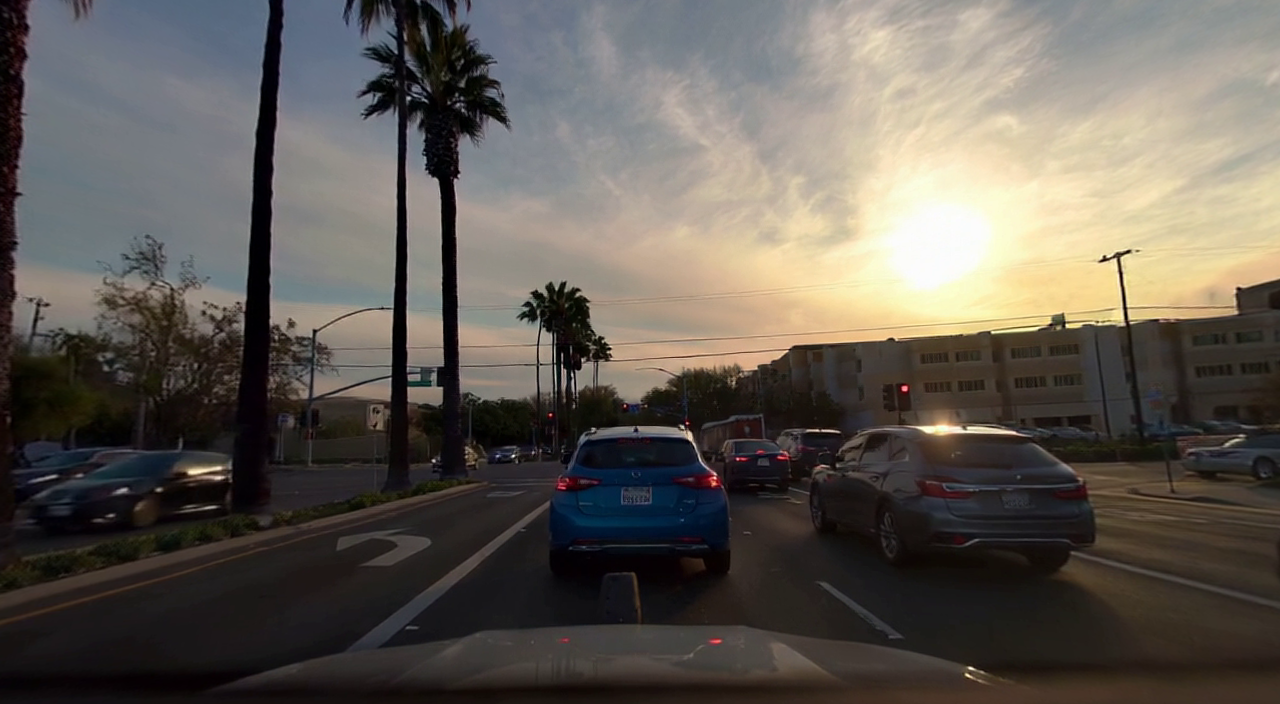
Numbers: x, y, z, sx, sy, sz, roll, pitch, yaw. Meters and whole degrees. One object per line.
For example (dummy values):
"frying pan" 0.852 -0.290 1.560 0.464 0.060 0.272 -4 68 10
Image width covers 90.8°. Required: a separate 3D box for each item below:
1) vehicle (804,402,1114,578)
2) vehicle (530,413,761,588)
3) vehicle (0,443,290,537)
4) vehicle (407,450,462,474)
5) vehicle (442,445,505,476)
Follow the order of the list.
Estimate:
"vehicle" 3.704 1.683 8.396 1.947 1.725 4.159 0 -9 1
"vehicle" 0.040 1.658 7.808 2.083 1.572 4.021 0 -9 0
"vehicle" -9.165 2.517 12.225 2.168 1.462 4.505 0 -9 1
"vehicle" -12.367 6.644 38.331 1.946 1.347 4.021 0 -9 1
"vehicle" -8.576 5.606 32.969 1.975 1.478 4.670 0 -9 0
